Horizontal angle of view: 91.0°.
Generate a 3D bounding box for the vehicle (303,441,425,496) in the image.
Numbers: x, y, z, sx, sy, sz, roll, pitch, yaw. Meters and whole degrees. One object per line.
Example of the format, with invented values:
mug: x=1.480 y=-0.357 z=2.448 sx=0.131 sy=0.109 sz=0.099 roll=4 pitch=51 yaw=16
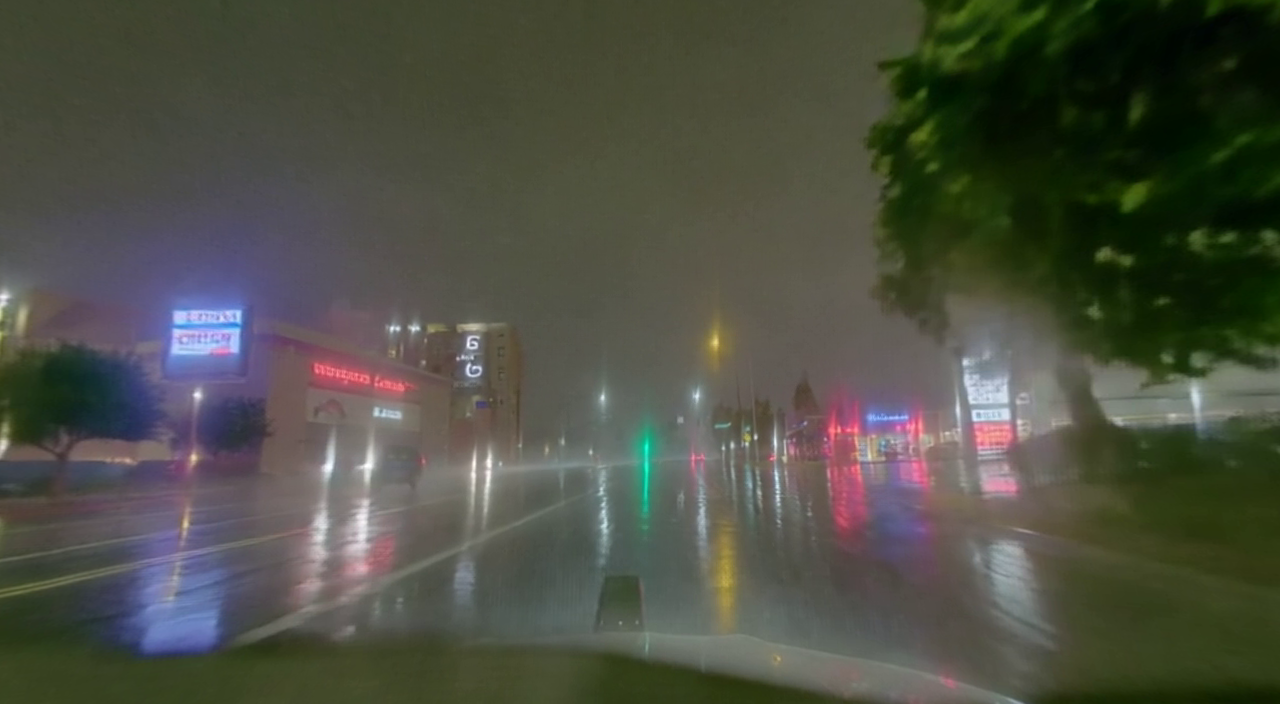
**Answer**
vehicle: x=-9.864 y=4.159 z=22.965 sx=2.209 sy=1.773 sz=4.481 roll=0 pitch=-9 yaw=3
